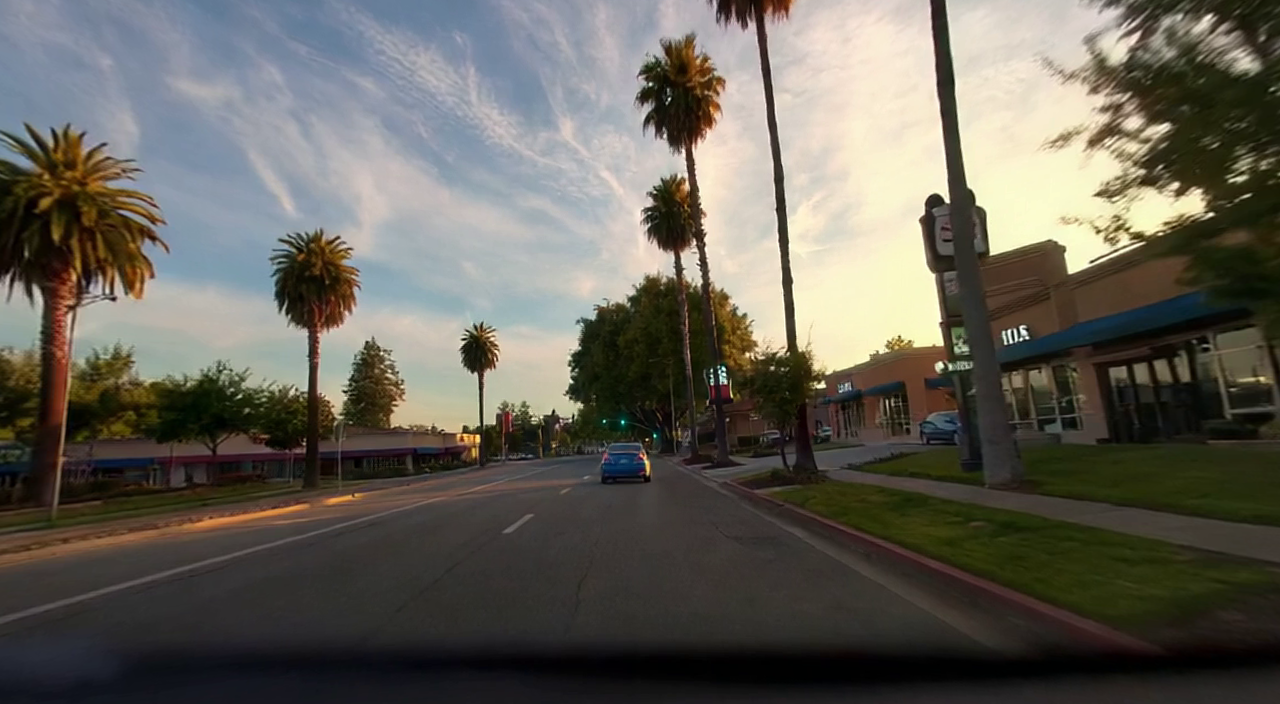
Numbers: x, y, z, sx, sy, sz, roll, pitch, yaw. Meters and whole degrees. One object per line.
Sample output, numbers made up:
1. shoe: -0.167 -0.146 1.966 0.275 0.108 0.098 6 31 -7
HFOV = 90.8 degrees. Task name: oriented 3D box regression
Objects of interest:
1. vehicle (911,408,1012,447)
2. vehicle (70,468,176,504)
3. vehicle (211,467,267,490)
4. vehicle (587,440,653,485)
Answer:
1. vehicle: 13.346 3.233 26.542 1.827 1.497 4.468 0 -8 -1
2. vehicle: -30.247 7.822 37.206 2.092 1.719 4.868 0 -8 0
3. vehicle: -30.632 9.620 48.380 1.791 1.511 4.030 0 -8 -4
4. vehicle: -0.688 3.959 23.009 2.156 1.462 4.495 0 -8 -1
